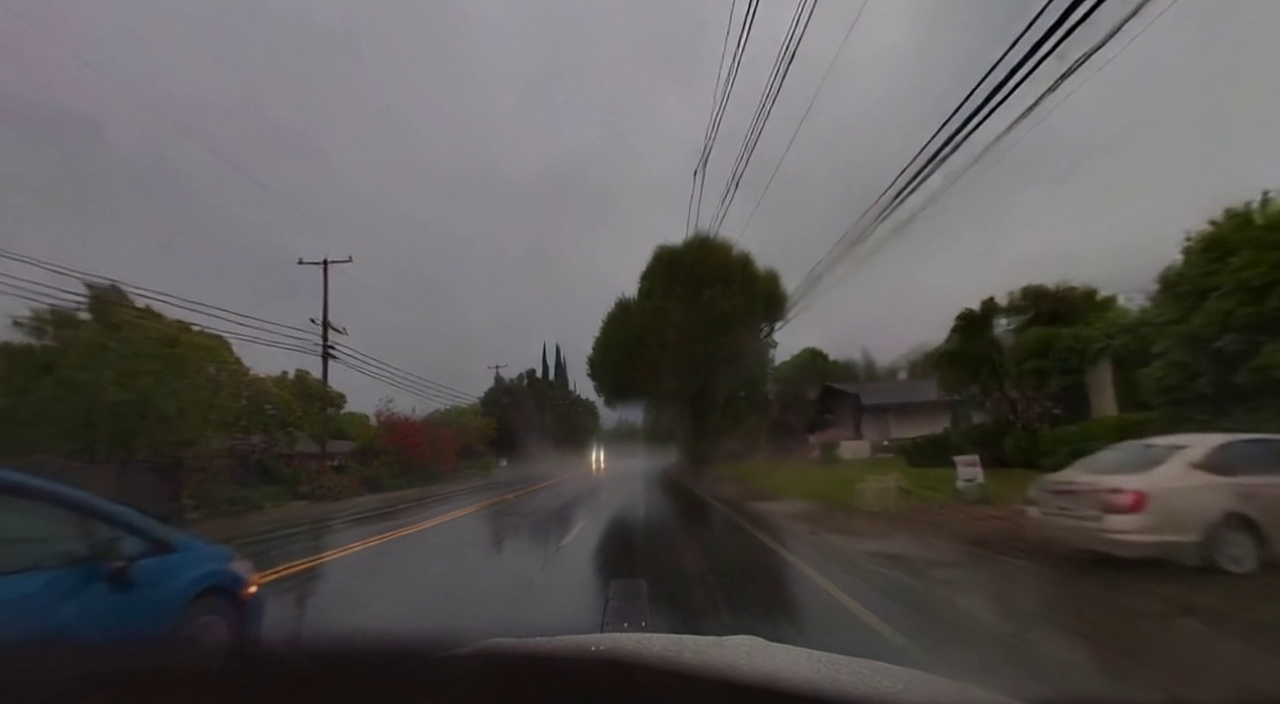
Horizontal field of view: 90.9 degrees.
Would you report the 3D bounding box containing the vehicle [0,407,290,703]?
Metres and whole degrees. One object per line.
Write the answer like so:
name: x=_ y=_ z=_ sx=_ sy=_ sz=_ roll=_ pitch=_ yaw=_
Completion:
vehicle: x=-3.338 y=0.825 z=1.421 sx=2.085 sy=1.512 sz=5.023 roll=0 pitch=-10 yaw=2
